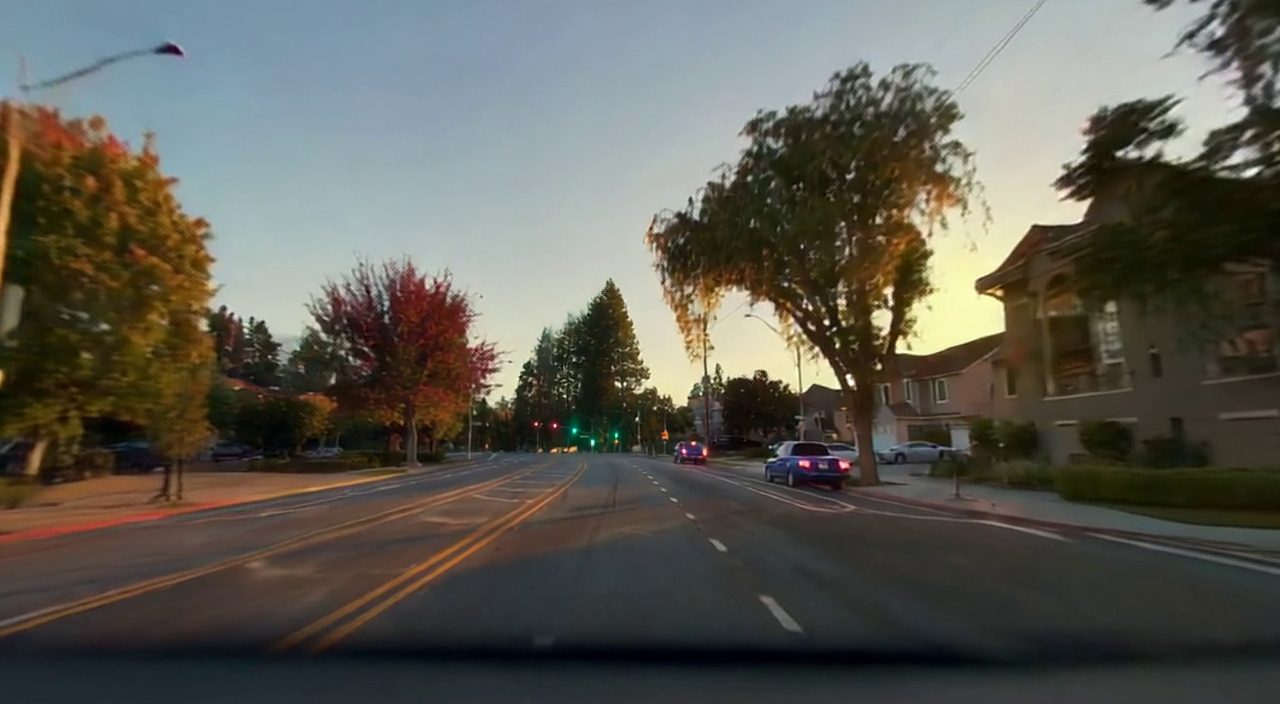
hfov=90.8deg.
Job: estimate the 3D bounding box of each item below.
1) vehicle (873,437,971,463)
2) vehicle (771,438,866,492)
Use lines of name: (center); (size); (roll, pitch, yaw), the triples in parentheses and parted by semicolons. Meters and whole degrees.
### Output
vehicle: (16.128, 5.632, 36.281); (4.656, 1.466, 1.924); (0, -8, -1)
vehicle: (6.261, 3.992, 22.727); (2.024, 1.710, 4.525); (0, -9, -1)
